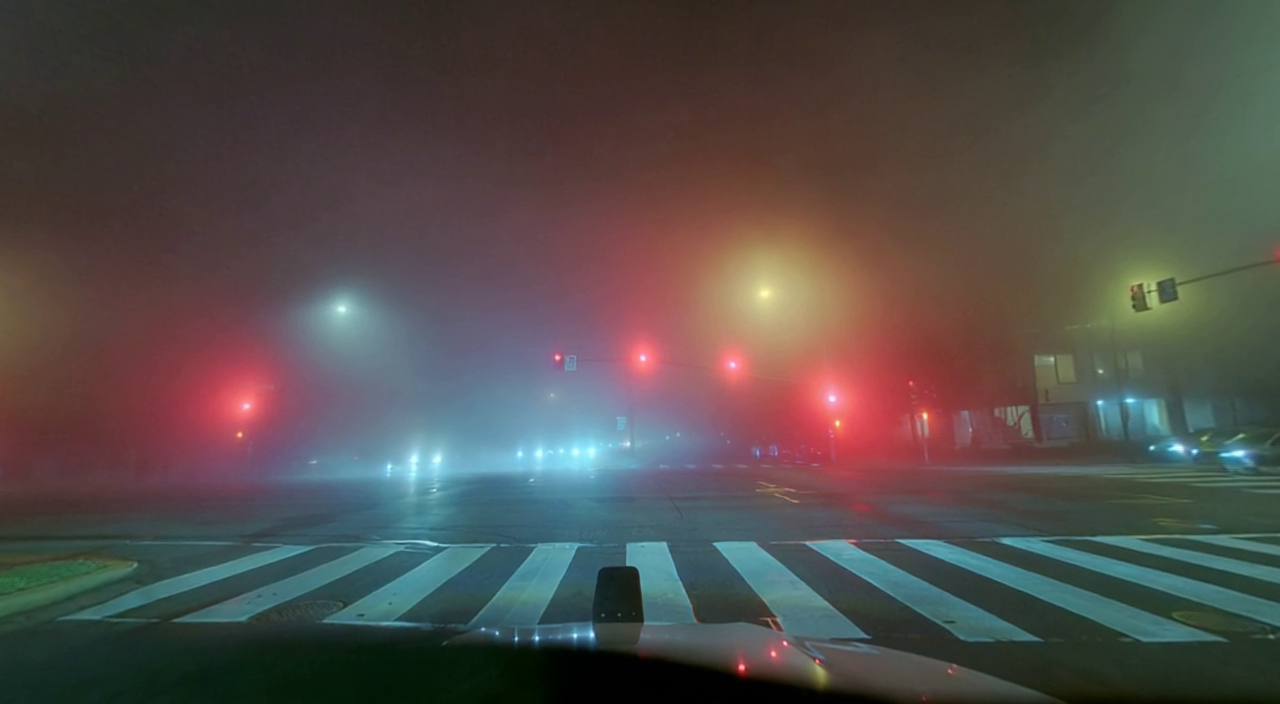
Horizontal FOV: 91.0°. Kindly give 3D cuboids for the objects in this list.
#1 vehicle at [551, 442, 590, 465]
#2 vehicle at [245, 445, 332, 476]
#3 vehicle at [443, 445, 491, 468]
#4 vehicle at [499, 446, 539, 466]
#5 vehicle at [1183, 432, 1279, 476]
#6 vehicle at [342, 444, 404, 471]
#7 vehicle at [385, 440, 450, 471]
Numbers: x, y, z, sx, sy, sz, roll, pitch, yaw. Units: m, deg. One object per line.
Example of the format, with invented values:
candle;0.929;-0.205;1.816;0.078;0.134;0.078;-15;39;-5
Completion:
vehicle;-4.533;6.708;41.674;1.954;1.431;4.050;0;-9;2
vehicle;-22.331;6.883;40.207;2.032;1.839;4.884;-2;-9;12
vehicle;-11.638;7.069;42.706;1.911;1.476;4.297;-1;-9;2
vehicle;-8.111;7.010;42.609;1.910;1.321;3.692;0;-9;1
vehicle;22.315;3.578;22.241;4.474;1.477;1.908;0;-9;-3
vehicle;-18.554;7.344;44.005;2.237;1.801;4.541;0;-9;1
vehicle;-15.141;7.039;43.157;2.340;1.946;5.450;0;-9;1
